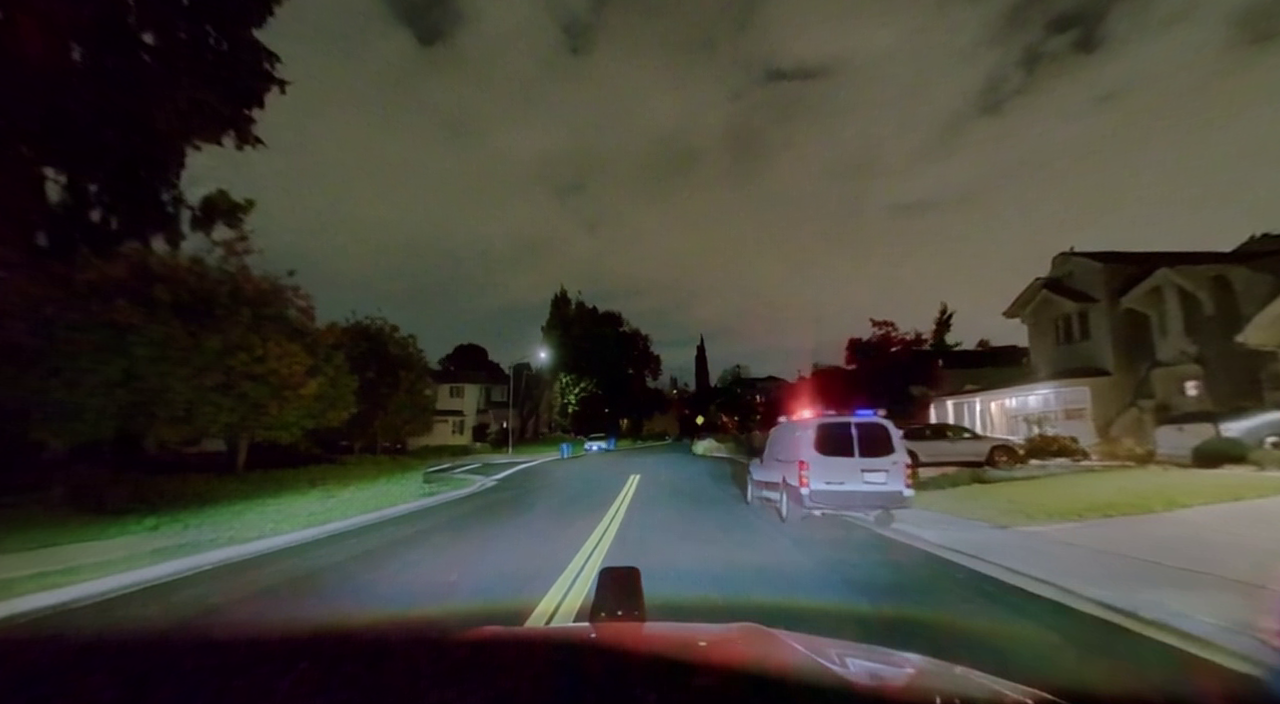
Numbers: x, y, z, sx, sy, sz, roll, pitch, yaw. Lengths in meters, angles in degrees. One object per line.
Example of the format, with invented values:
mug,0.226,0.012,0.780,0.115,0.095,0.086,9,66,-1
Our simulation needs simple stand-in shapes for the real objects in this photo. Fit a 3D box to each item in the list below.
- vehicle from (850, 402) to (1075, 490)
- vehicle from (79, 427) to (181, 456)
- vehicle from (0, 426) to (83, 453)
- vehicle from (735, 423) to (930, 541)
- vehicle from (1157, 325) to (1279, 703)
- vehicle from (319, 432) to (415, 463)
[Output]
vehicle,8.897,2.661,17.866,4.912,1.866,2.359,-5,-9,-1
vehicle,-30.959,5.466,38.424,4.562,1.613,1.979,0,-10,4
vehicle,-37.427,5.362,38.628,4.969,1.501,1.905,0,-10,3
vehicle,3.202,2.307,11.944,2.074,1.646,5.457,1,-9,1
vehicle,3.022,0.493,0.373,1.822,1.668,4.147,0,-9,-1
vehicle,-16.382,5.769,38.073,4.722,1.730,2.109,0,-11,4
